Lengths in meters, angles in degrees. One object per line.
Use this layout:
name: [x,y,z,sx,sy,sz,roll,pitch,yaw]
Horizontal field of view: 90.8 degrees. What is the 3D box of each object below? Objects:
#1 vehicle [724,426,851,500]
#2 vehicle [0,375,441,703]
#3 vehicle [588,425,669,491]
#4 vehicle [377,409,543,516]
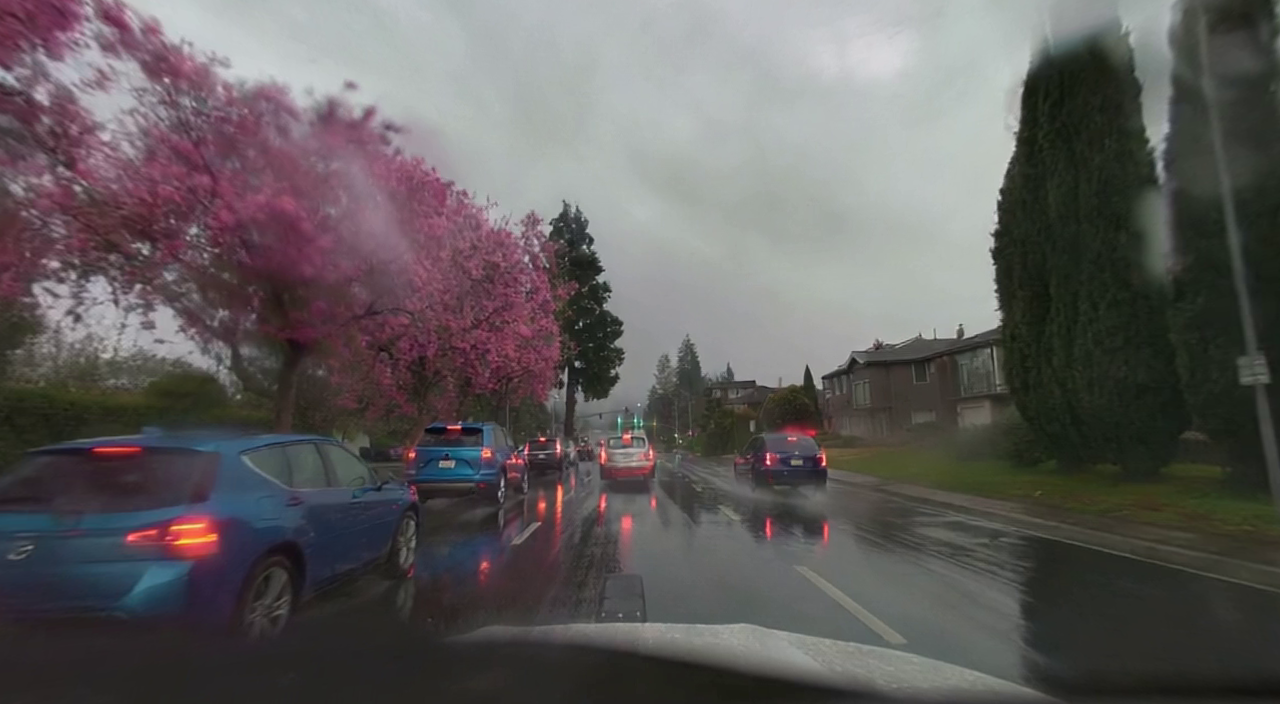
vehicle: [3.707,2.889,16.887,2.188,1.685,4.604,0,-8,-1]
vehicle: [-3.138,1.183,4.412,2.074,1.566,4.392,0,-8,0]
vehicle: [-0.329,3.051,18.430,2.112,1.693,4.058,0,-8,-1]
vehicle: [-3.651,2.375,13.996,2.304,1.928,4.833,0,-8,-1]
